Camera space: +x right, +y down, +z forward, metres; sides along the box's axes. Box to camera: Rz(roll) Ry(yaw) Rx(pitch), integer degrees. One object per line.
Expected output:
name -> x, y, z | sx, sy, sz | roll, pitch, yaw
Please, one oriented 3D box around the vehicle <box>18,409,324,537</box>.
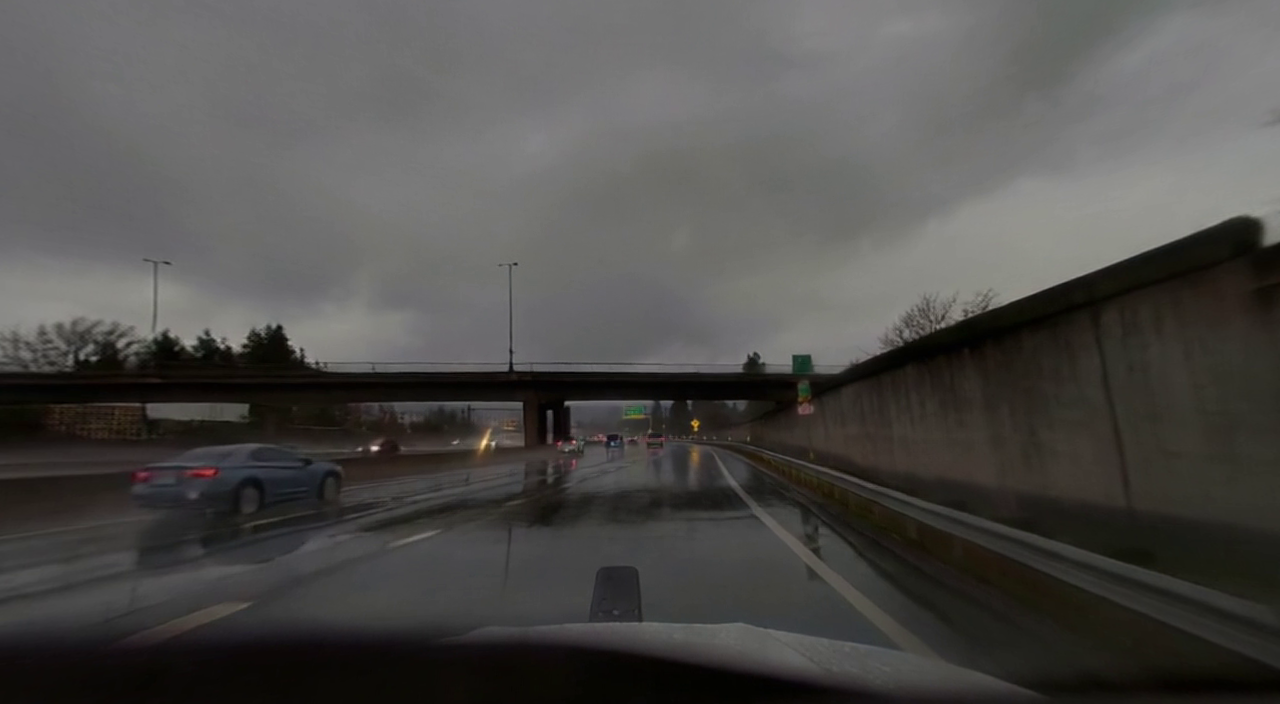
vehicle -> -8.261, 2.129, 11.808 | 1.956, 1.888, 4.512 | -1, -8, 6
